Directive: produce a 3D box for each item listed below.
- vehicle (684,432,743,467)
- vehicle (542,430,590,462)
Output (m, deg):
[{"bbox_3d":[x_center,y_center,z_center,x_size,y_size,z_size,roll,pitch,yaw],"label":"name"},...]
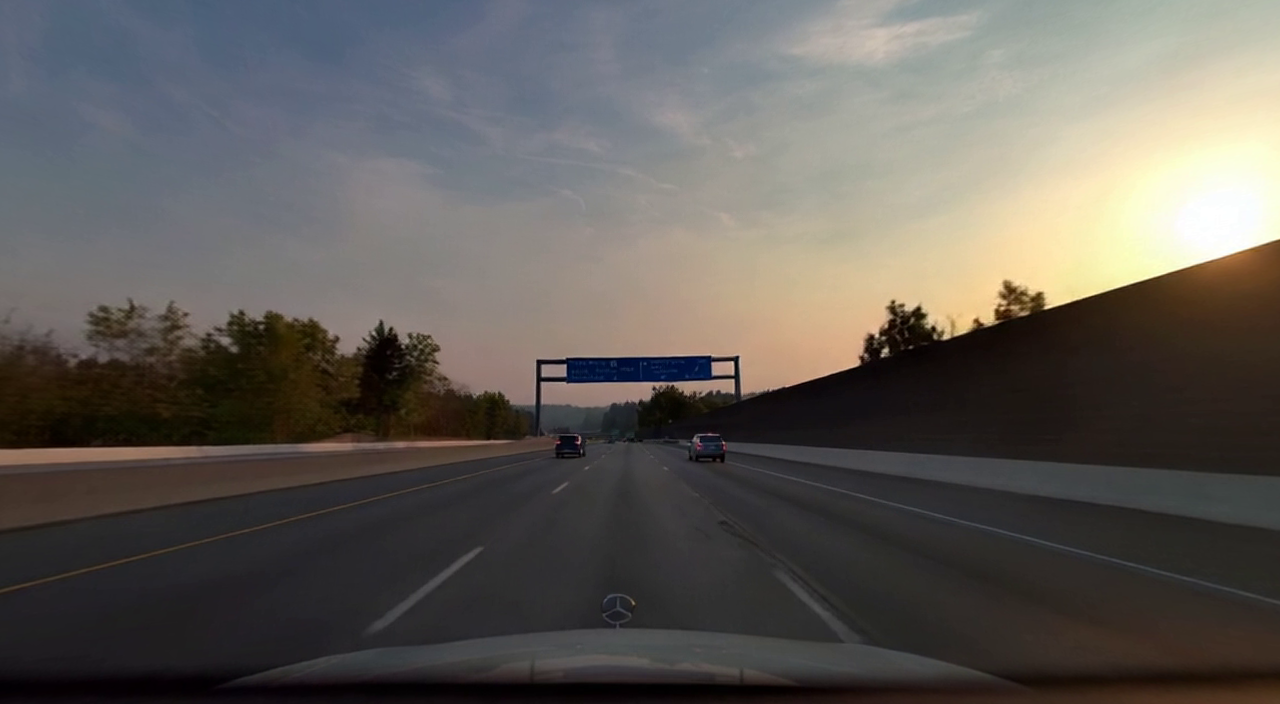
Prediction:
[{"bbox_3d":[3.354,4.529,29.530,2.077,1.523,4.539,0,-8,-2],"label":"vehicle"},{"bbox_3d":[-4.092,5.251,35.262,2.219,1.660,4.153,0,-8,-1],"label":"vehicle"}]
